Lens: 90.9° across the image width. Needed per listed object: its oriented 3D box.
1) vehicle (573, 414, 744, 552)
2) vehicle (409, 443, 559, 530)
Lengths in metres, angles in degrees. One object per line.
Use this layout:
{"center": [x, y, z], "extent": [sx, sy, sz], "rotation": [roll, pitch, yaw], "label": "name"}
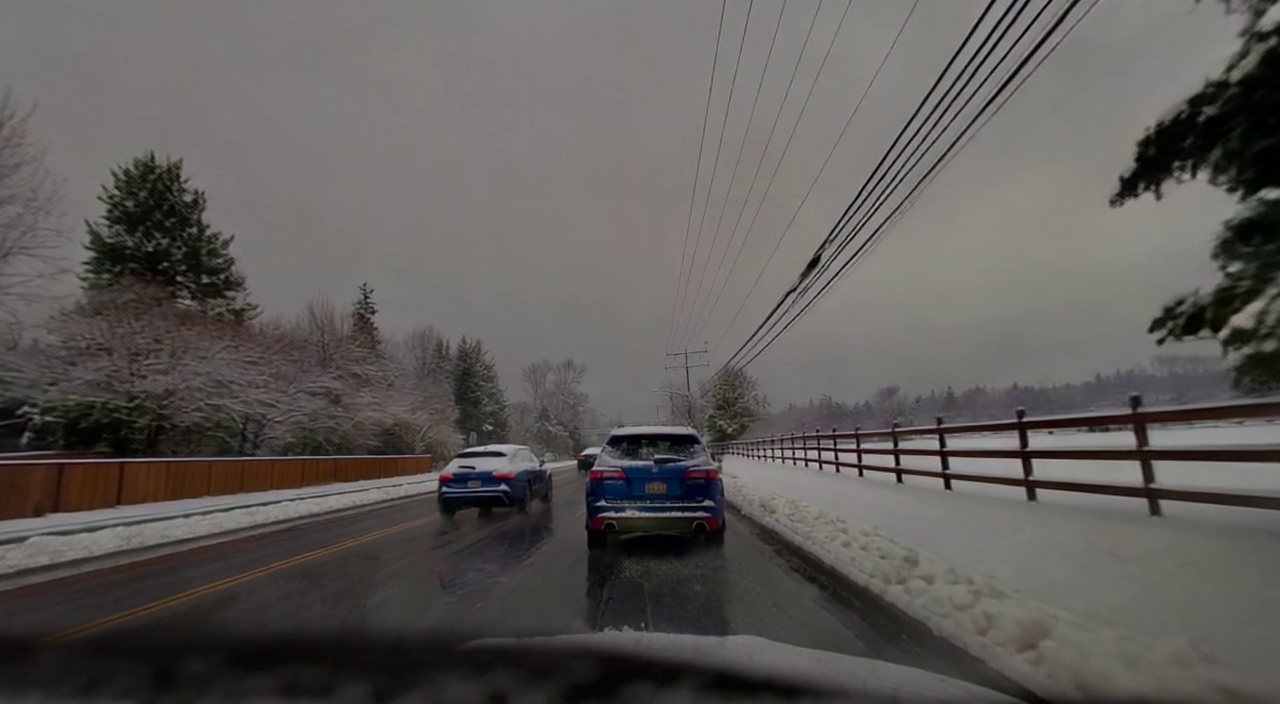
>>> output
{"center": [0.244, 1.992, 10.189], "extent": [2.174, 1.749, 4.113], "rotation": [0, -9, 0], "label": "vehicle"}
{"center": [-2.971, 2.636, 12.998], "extent": [1.979, 1.489, 4.006], "rotation": [0, -9, 1], "label": "vehicle"}
